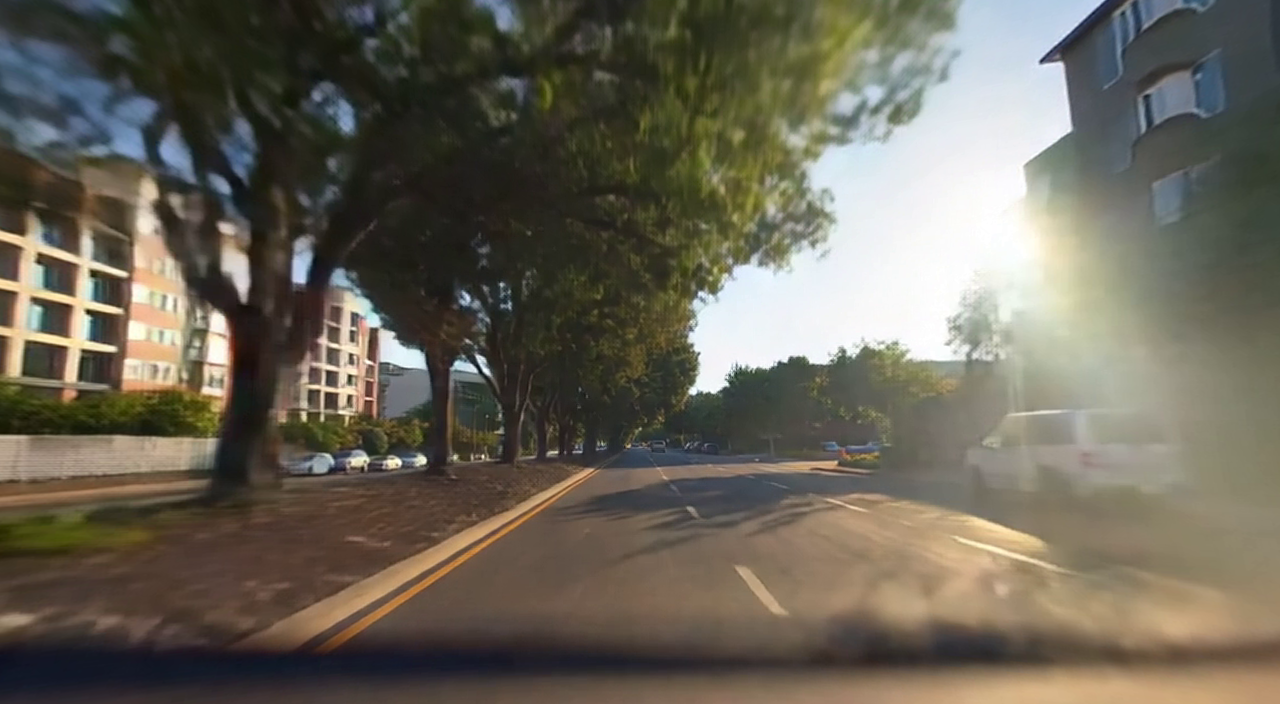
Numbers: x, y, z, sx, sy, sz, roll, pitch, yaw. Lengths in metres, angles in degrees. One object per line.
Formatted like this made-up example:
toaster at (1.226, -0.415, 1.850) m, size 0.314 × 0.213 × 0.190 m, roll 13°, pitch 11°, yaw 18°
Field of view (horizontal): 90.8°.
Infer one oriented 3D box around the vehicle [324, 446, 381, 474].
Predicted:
vehicle at (-21.261, 7.980, 46.963) m, size 1.879 × 1.757 × 4.656 m, roll -3°, pitch -7°, yaw 2°

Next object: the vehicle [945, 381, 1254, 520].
vehicle at (9.872, 2.242, 14.613) m, size 2.456 × 2.534 × 5.930 m, roll 0°, pitch -9°, yaw -2°

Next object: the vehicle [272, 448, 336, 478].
vehicle at (-22.117, 7.309, 41.734) m, size 1.863 × 1.845 × 4.073 m, roll 0°, pitch -8°, yaw 1°
